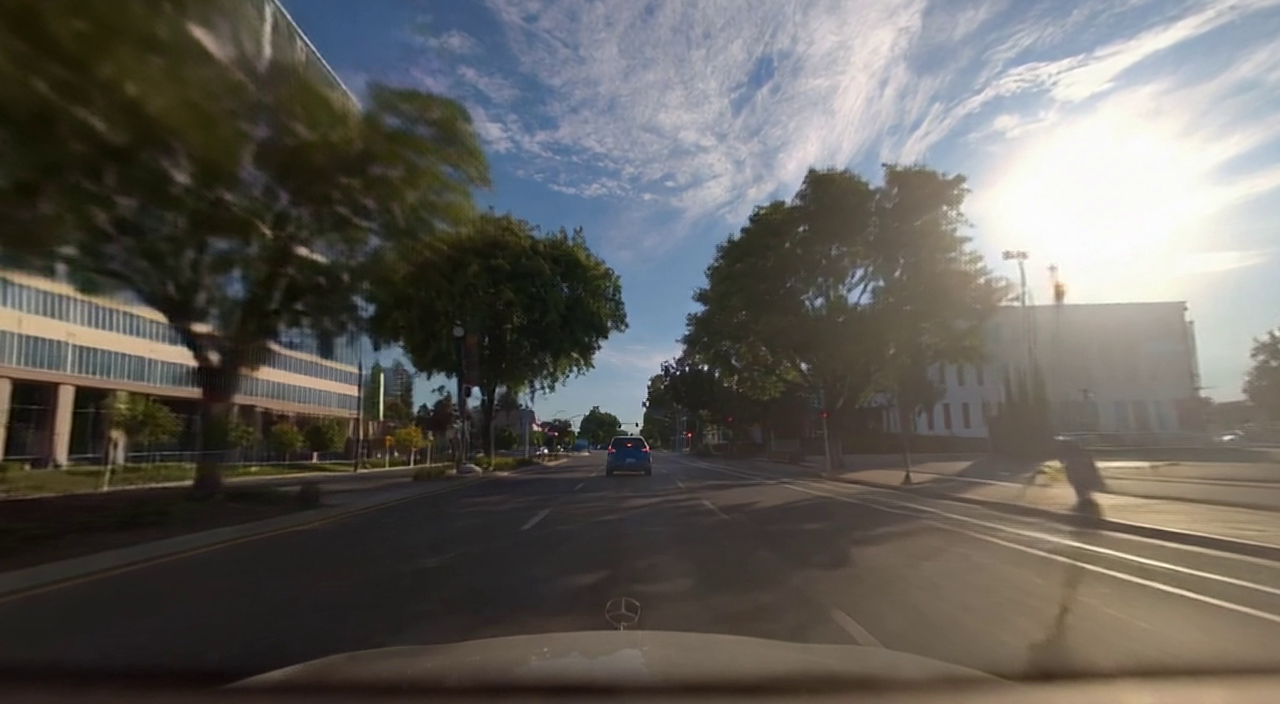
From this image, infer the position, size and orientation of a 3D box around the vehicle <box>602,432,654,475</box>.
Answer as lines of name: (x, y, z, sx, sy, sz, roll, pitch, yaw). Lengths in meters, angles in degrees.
vehicle: (-0.539, 4.799, 30.033, 2.313, 1.860, 4.319, 0, -9, 0)
